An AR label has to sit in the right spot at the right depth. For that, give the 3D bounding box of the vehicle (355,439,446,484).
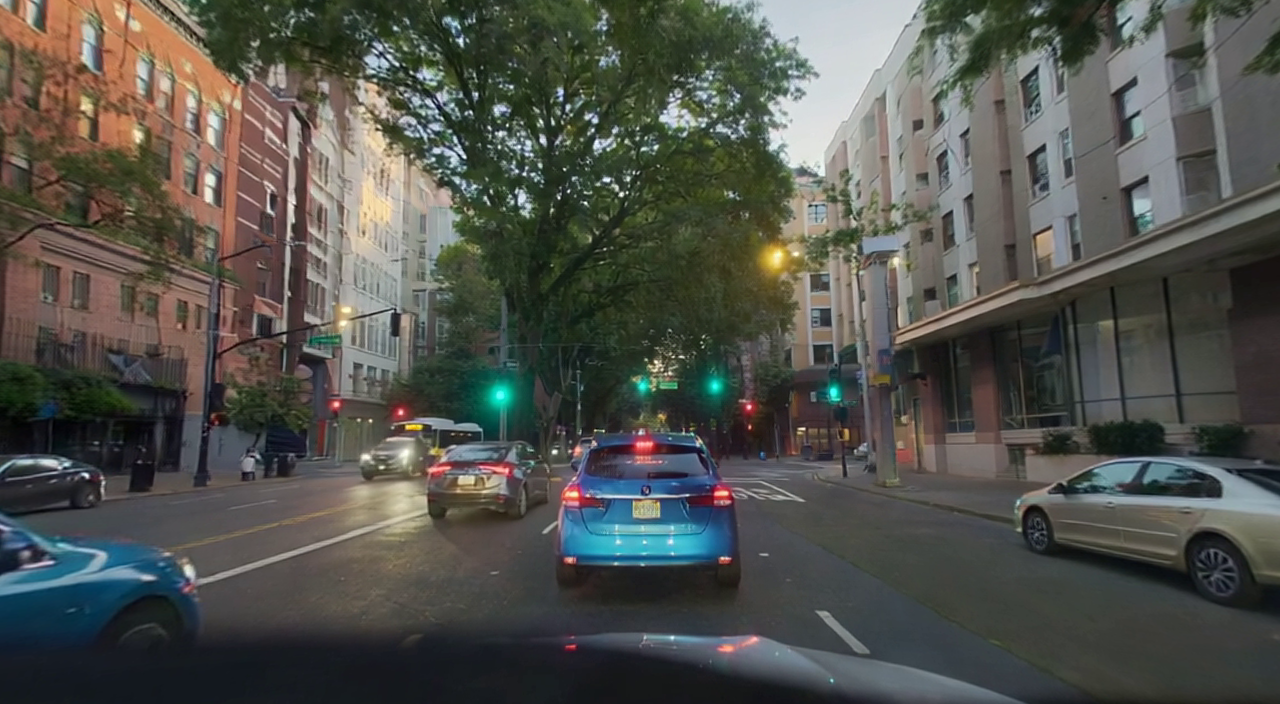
[{"bbox_3d":[-9.845,4.509,26.318,2.012,1.703,4.360,0,-9,1],"label":"vehicle"}]

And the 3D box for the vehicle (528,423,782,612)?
[{"bbox_3d":[0.103,1.597,6.897,2.022,1.481,3.564,0,-9,-1],"label":"vehicle"}]

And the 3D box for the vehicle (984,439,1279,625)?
[{"bbox_3d":[5.996,1.706,6.891,1.873,1.453,4.579,0,-9,0],"label":"vehicle"}]

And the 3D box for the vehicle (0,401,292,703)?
[{"bbox_3d":[-3.086,0.831,1.500,1.970,1.492,4.534,0,-9,-1],"label":"vehicle"}]

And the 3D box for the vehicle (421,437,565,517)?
[{"bbox_3d":[-3.012,2.665,13.981,2.131,1.486,4.089,0,-9,1],"label":"vehicle"}]

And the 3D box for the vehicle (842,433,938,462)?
[{"bbox_3d":[16.393,6.269,41.510,5.345,1.811,2.175,0,-9,-1],"label":"vehicle"}]
